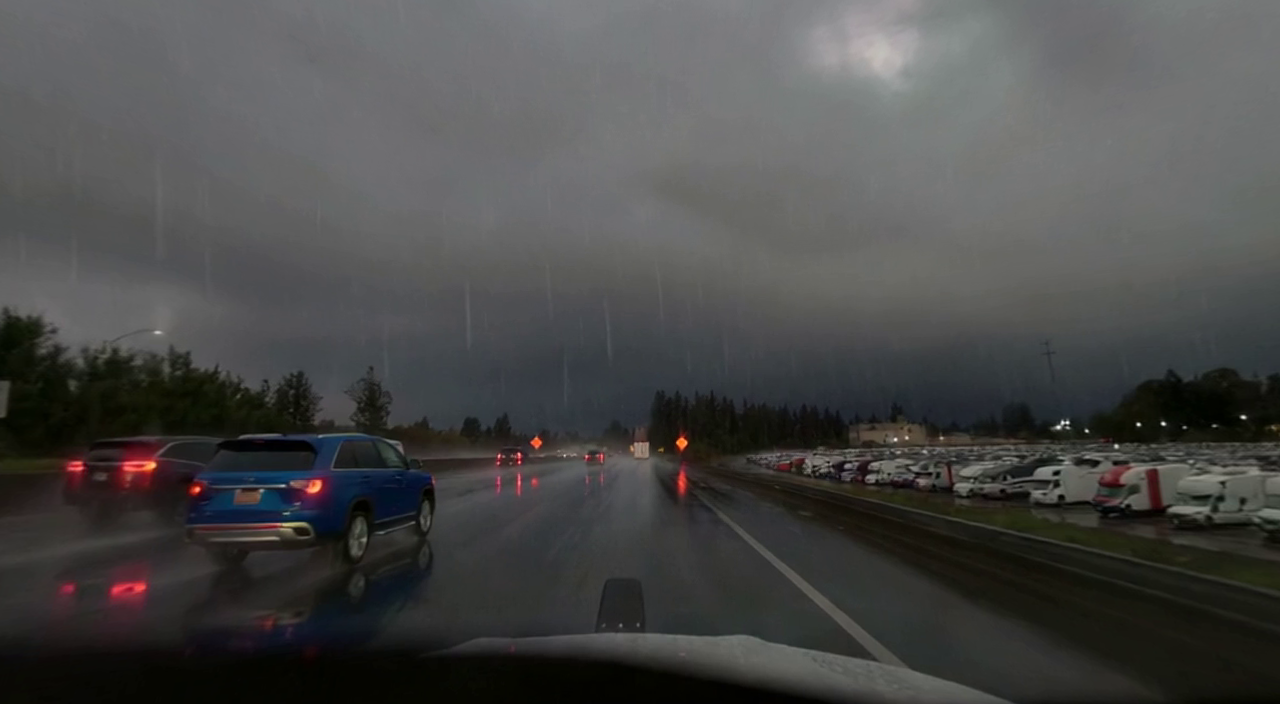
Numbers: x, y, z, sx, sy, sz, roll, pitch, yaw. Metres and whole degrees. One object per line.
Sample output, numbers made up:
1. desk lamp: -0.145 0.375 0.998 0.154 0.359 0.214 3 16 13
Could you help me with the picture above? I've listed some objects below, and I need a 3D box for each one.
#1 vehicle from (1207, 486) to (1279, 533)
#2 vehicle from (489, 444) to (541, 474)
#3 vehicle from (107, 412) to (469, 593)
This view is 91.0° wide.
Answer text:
1. vehicle: 50.356 12.357 49.625 7.762 3.334 2.804 -1 -9 9
2. vehicle: -7.424 6.371 37.777 2.046 1.644 4.422 0 -9 2
3. vehicle: -3.872 1.720 8.044 2.070 1.665 4.213 0 -9 1
